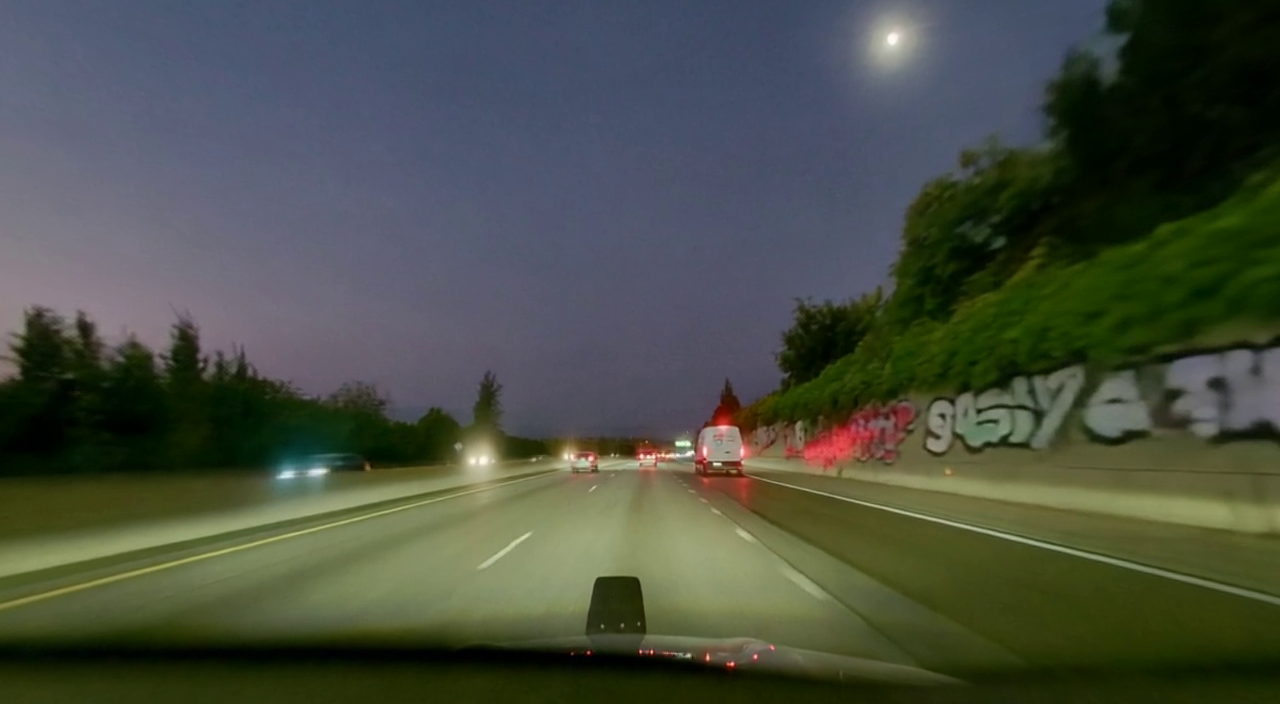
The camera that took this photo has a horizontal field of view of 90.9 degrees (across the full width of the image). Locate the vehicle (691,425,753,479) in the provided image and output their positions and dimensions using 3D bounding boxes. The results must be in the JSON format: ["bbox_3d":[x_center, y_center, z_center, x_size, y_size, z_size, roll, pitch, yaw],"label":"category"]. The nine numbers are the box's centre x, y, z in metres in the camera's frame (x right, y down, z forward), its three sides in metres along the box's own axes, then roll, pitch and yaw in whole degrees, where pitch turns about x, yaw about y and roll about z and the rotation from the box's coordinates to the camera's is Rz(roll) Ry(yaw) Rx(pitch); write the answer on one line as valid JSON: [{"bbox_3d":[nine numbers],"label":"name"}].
[{"bbox_3d":[4.224,5.305,33.611,2.469,2.591,5.653,0,-9,0],"label":"vehicle"}]

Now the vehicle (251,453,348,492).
[{"bbox_3d":[-15.705,5.553,29.400,1.927,1.606,4.572,0,-9,1],"label":"vehicle"}]

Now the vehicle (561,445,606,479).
[{"bbox_3d":[-2.929,5.826,33.618,1.964,1.618,4.489,0,-9,0],"label":"vehicle"}]
